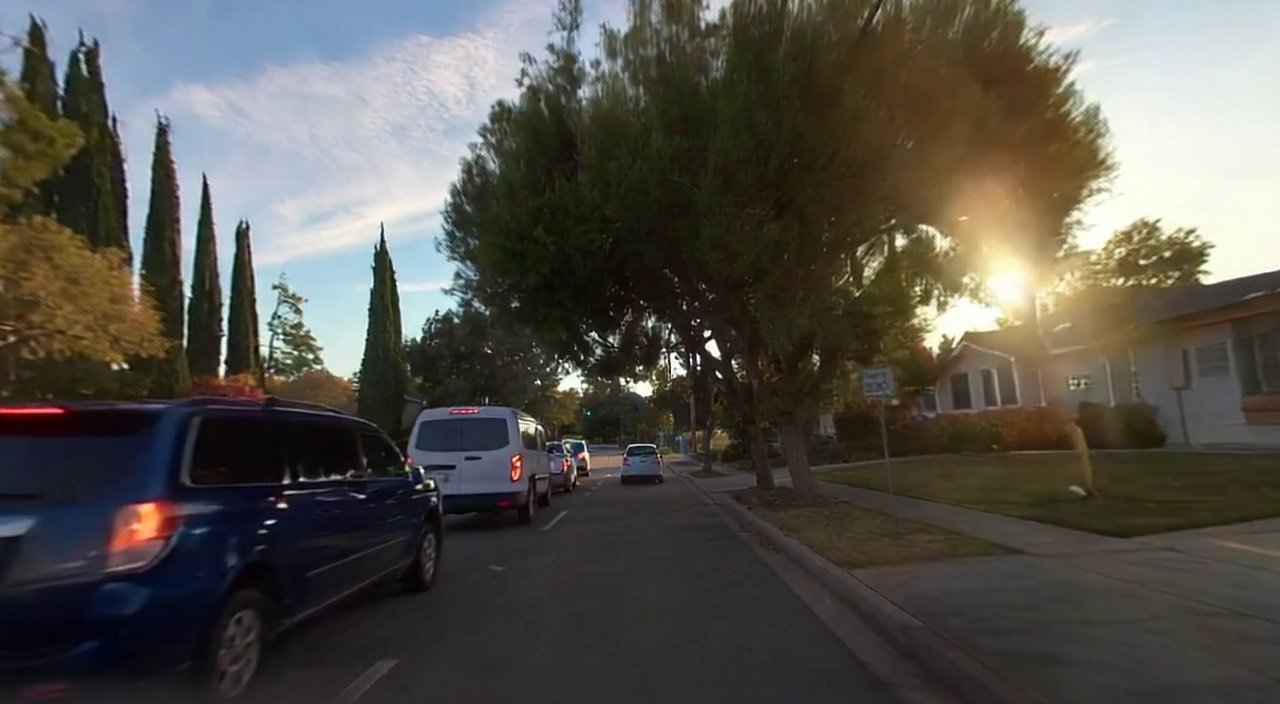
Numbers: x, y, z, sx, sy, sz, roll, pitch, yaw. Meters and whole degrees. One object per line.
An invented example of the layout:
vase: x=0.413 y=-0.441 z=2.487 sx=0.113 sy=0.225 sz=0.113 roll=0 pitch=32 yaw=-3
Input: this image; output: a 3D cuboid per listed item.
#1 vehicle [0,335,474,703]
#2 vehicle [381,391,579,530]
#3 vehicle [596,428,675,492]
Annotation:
vehicle: x=-2.842 y=1.106 z=4.333 sx=2.105 sy=1.709 sz=4.251 roll=0 pitch=-9 yaw=2
vehicle: x=-2.799 y=2.127 z=12.796 sx=2.411 sy=2.185 sz=5.544 roll=0 pitch=-9 yaw=2
vehicle: x=-0.124 y=3.232 z=19.081 sx=2.120 sy=1.718 sz=3.909 roll=0 pitch=-9 yaw=0
